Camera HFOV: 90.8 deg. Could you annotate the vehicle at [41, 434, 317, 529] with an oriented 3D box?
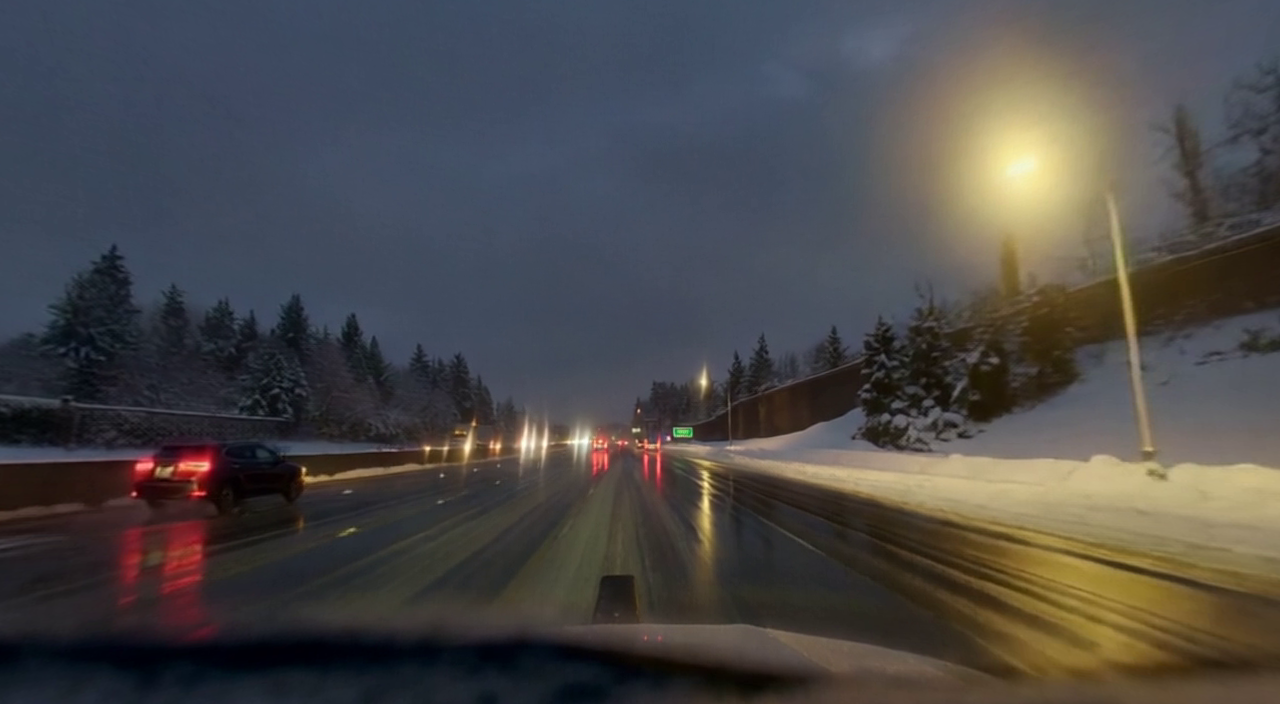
[{"bbox_3d":[-8.599,2.428,12.483,2.060,1.507,4.494,0,-9,0],"label":"vehicle"}]
